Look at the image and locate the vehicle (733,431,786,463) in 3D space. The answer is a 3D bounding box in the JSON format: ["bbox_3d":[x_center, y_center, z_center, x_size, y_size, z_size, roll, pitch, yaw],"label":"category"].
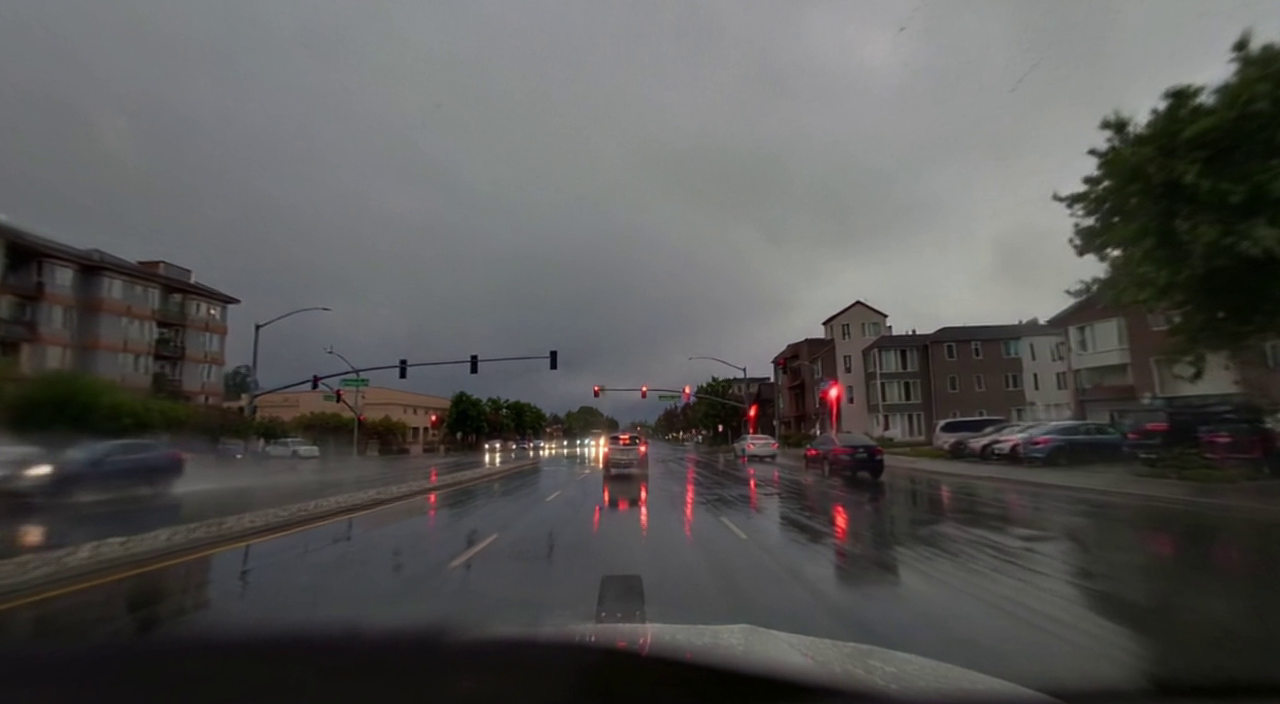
[{"bbox_3d":[6.343,5.128,33.994,1.963,1.611,4.359,0,-9,-1],"label":"vehicle"}]

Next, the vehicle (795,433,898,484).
[{"bbox_3d":[6.346,3.325,19.950,1.768,1.417,4.213,0,-9,-1],"label":"vehicle"}]

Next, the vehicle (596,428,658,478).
[{"bbox_3d":[-0.424,3.583,22.513,2.032,1.593,3.896,0,-9,0],"label":"vehicle"}]

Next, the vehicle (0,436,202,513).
[{"bbox_3d":[-14.024,3.083,16.422,1.858,1.686,4.330,-1,-9,5],"label":"vehicle"}]
